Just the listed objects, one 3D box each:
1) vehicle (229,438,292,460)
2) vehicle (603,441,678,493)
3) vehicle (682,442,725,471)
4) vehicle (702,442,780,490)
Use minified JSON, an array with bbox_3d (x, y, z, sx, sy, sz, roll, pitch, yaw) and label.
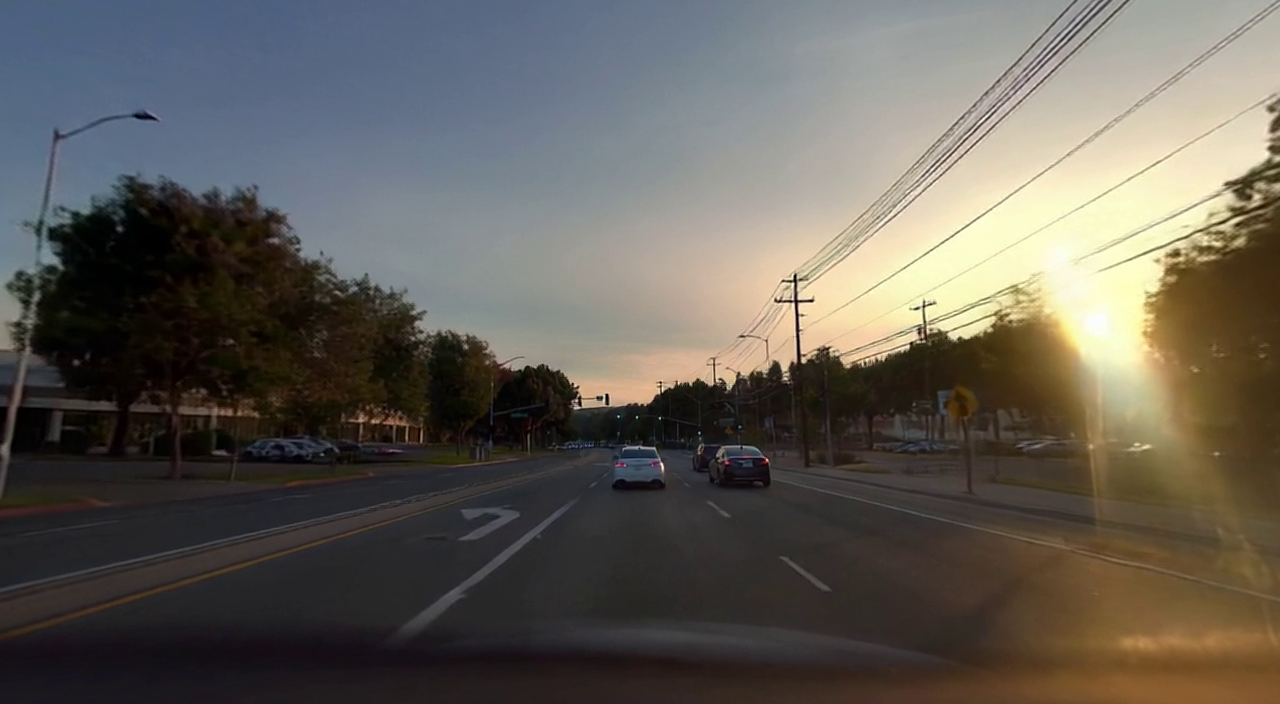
[{"bbox_3d":[-28.342,7.268,47.158,1.908,1.553,4.979,1,-8,-4],"label":"vehicle"},{"bbox_3d":[-0.038,3.602,20.138,2.144,1.473,4.028,0,-8,-1],"label":"vehicle"},{"bbox_3d":[3.752,6.260,38.018,2.094,1.652,4.340,0,-8,-1],"label":"vehicle"},{"bbox_3d":[3.362,3.864,21.694,1.985,1.489,4.036,0,-8,-1],"label":"vehicle"}]
